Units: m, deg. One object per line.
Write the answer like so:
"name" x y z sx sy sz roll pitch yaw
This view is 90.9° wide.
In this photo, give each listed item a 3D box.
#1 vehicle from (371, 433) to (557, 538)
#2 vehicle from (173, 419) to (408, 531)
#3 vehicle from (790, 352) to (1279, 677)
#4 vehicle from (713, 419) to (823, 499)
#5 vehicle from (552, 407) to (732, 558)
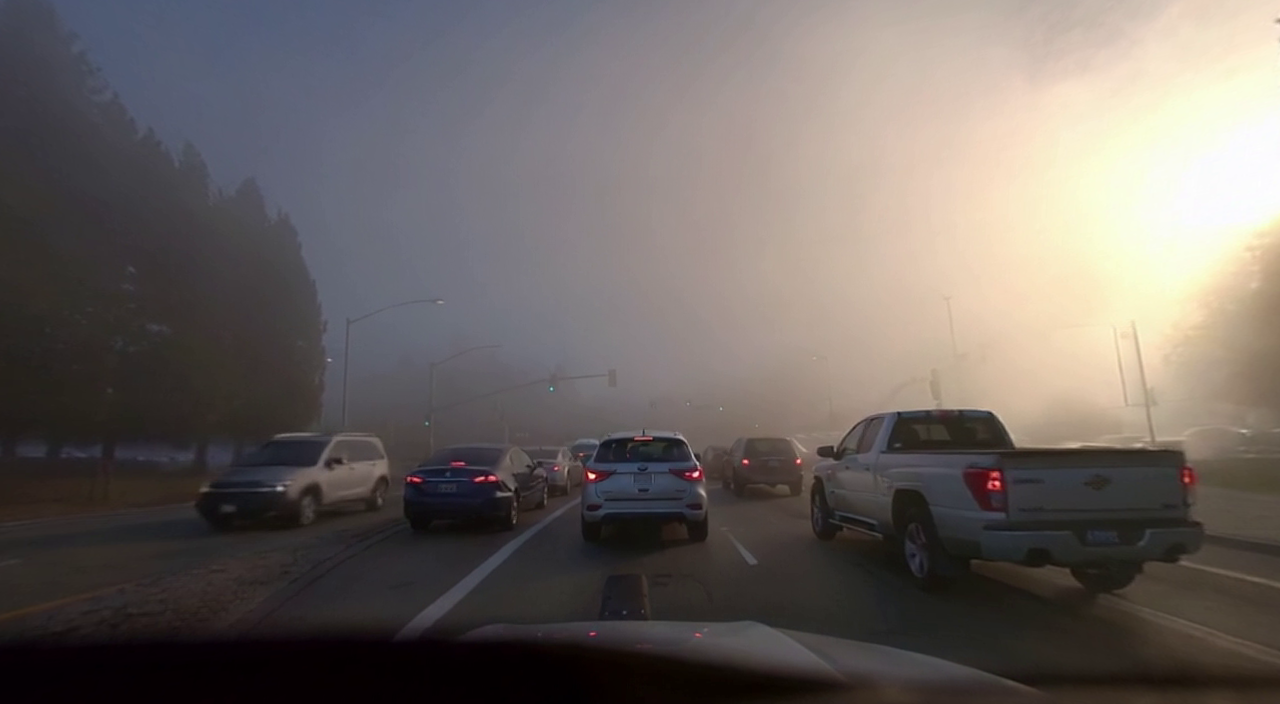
"vehicle" -2.824 2.254 11.290 2.023 1.494 4.259 0 -9 1
"vehicle" -6.847 2.452 13.165 2.159 1.885 4.661 0 -9 1
"vehicle" 3.444 1.370 6.656 2.317 1.857 5.940 0 -9 1
"vehicle" 3.749 3.288 19.759 2.408 2.100 5.668 0 -9 2
"vehicle" 0.084 1.837 9.489 2.113 1.768 3.901 0 -9 2
